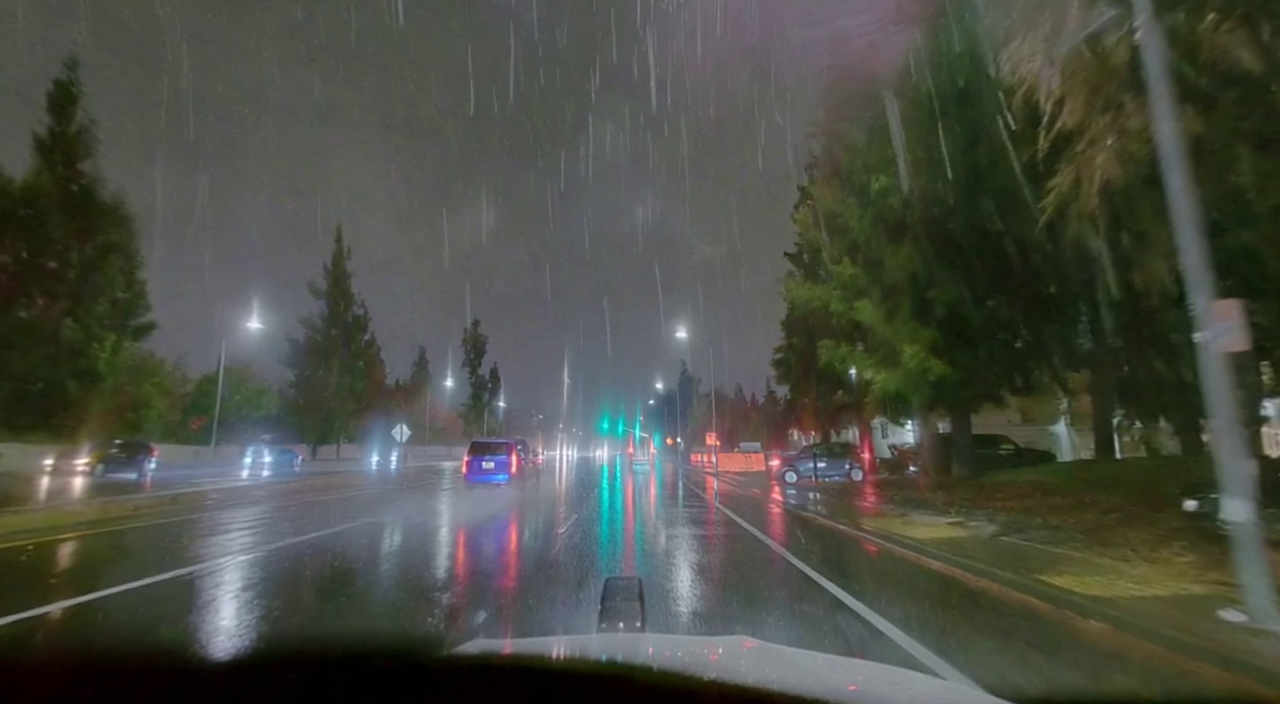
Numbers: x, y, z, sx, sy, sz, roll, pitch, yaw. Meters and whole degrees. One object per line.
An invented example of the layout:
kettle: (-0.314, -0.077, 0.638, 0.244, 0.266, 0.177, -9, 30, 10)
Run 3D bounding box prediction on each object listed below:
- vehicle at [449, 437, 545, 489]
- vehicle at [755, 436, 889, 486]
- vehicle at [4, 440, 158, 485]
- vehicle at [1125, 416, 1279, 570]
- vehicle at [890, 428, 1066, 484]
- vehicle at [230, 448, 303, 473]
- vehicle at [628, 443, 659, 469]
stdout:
vehicle: (-4.950, 3.928, 22.626, 2.198, 1.663, 4.519, 0, -9, 3)
vehicle: (6.719, 4.056, 23.713, 4.447, 1.754, 2.182, -1, -9, 5)
vehicle: (-24.886, 4.905, 28.360, 2.068, 1.807, 5.118, 0, -9, 2)
vehicle: (8.451, 1.522, 7.028, 4.366, 1.485, 2.026, 0, -9, -1)
vehicle: (11.738, 3.645, 22.207, 4.936, 1.813, 2.158, 0, -9, 4)
vehicle: (-24.634, 7.146, 41.744, 1.906, 1.525, 4.709, 0, -9, 1)
vehicle: (0.222, 7.437, 45.136, 2.135, 1.711, 4.124, 0, -9, 0)
